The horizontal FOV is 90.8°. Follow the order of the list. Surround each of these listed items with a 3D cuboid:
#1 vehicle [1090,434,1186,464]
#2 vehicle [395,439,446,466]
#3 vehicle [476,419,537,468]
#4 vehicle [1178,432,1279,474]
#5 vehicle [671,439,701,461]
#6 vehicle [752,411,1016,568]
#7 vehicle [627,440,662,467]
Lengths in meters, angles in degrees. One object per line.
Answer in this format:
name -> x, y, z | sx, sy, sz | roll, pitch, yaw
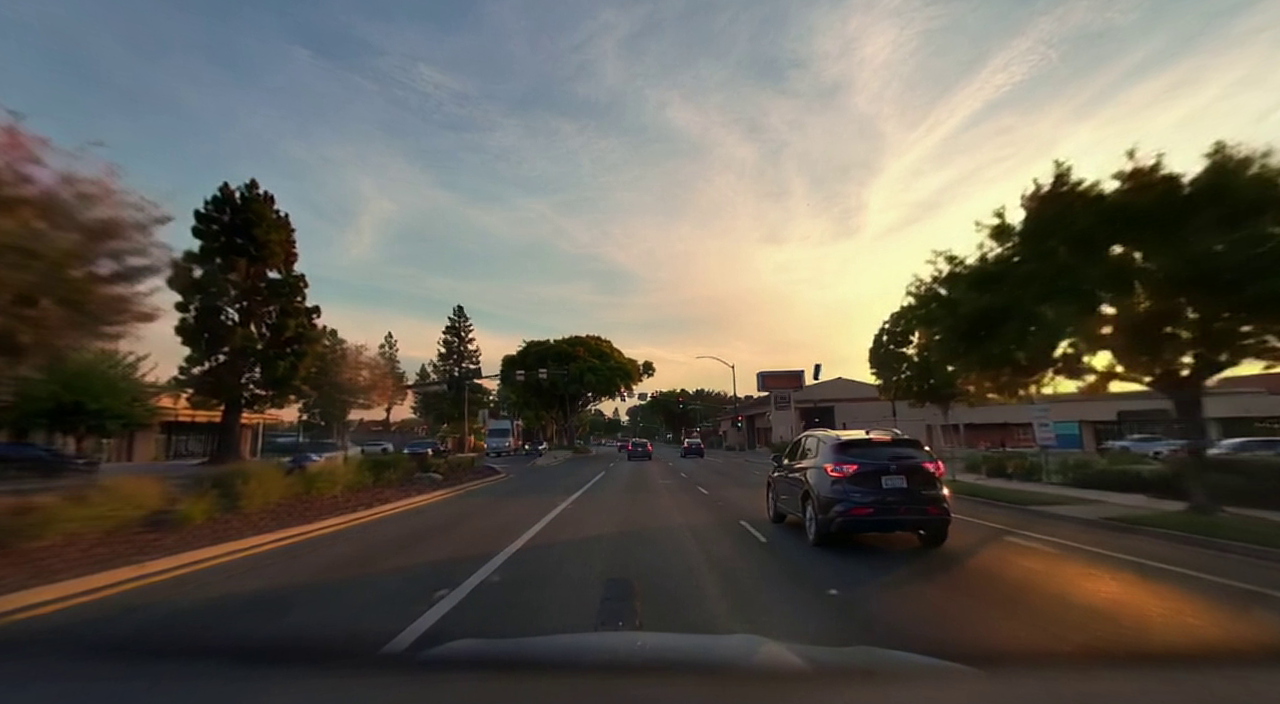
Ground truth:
vehicle -> 31.406, 6.151, 40.057 | 1.980, 1.792, 4.850 | 0, -9, -1
vehicle -> -14.144, 6.475, 40.894 | 1.847, 1.624, 3.927 | 0, -9, 1
vehicle -> -7.406, 5.172, 35.767 | 2.334, 2.525, 5.893 | 0, -8, -2
vehicle -> 25.670, 4.242, 26.651 | 1.924, 1.595, 4.372 | 0, -9, -2
vehicle -> 3.549, 7.685, 49.506 | 2.085, 1.668, 4.077 | 0, -9, 0
vehicle -> 3.036, 1.816, 9.094 | 1.969, 1.682, 4.387 | 0, -9, -1
vehicle -> 0.217, 6.134, 38.385 | 2.023, 1.532, 3.891 | 0, -9, -1
